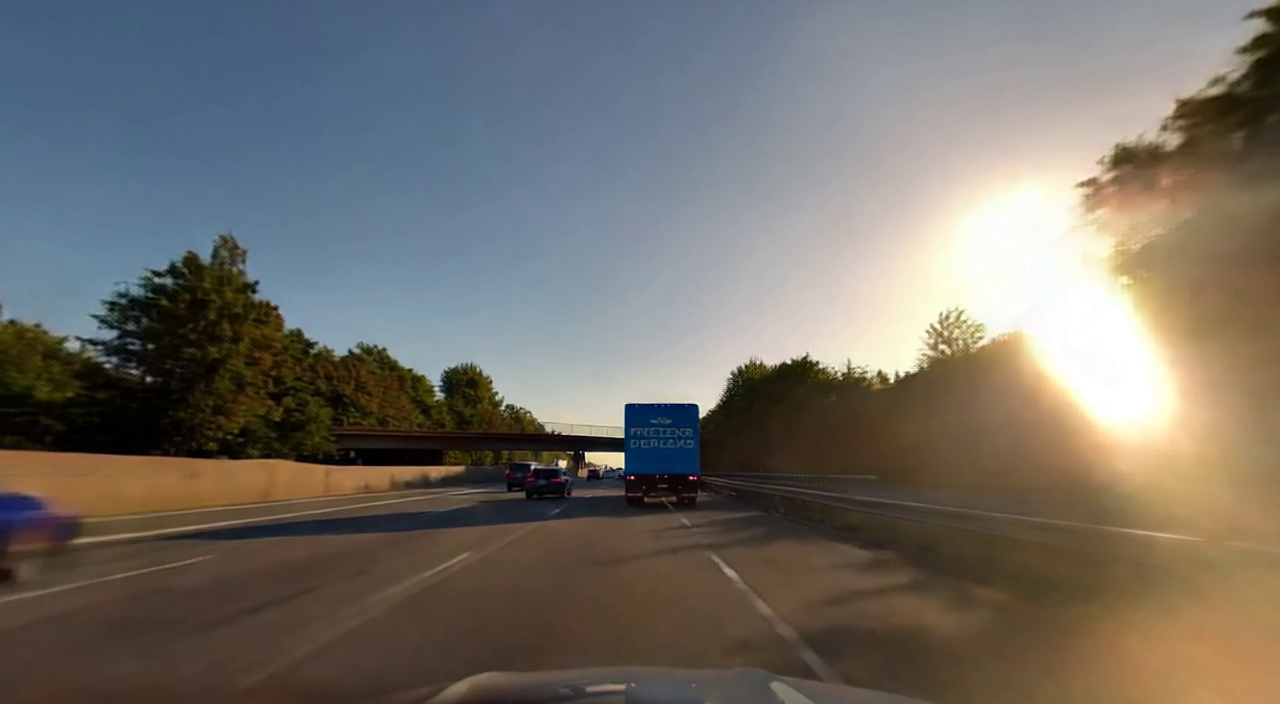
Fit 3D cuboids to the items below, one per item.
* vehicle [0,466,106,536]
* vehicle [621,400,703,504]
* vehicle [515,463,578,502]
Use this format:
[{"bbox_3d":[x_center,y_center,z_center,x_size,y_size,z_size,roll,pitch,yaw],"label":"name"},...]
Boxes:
[{"bbox_3d":[-16.230,3.662,15.628,1.949,1.627,4.472,1,-10,0],"label":"vehicle"},{"bbox_3d":[0.695,4.584,28.235,2.980,3.834,9.423,1,-10,-2],"label":"vehicle"},{"bbox_3d":[-4.001,5.713,27.777,1.978,1.516,4.617,1,-10,1],"label":"vehicle"}]
